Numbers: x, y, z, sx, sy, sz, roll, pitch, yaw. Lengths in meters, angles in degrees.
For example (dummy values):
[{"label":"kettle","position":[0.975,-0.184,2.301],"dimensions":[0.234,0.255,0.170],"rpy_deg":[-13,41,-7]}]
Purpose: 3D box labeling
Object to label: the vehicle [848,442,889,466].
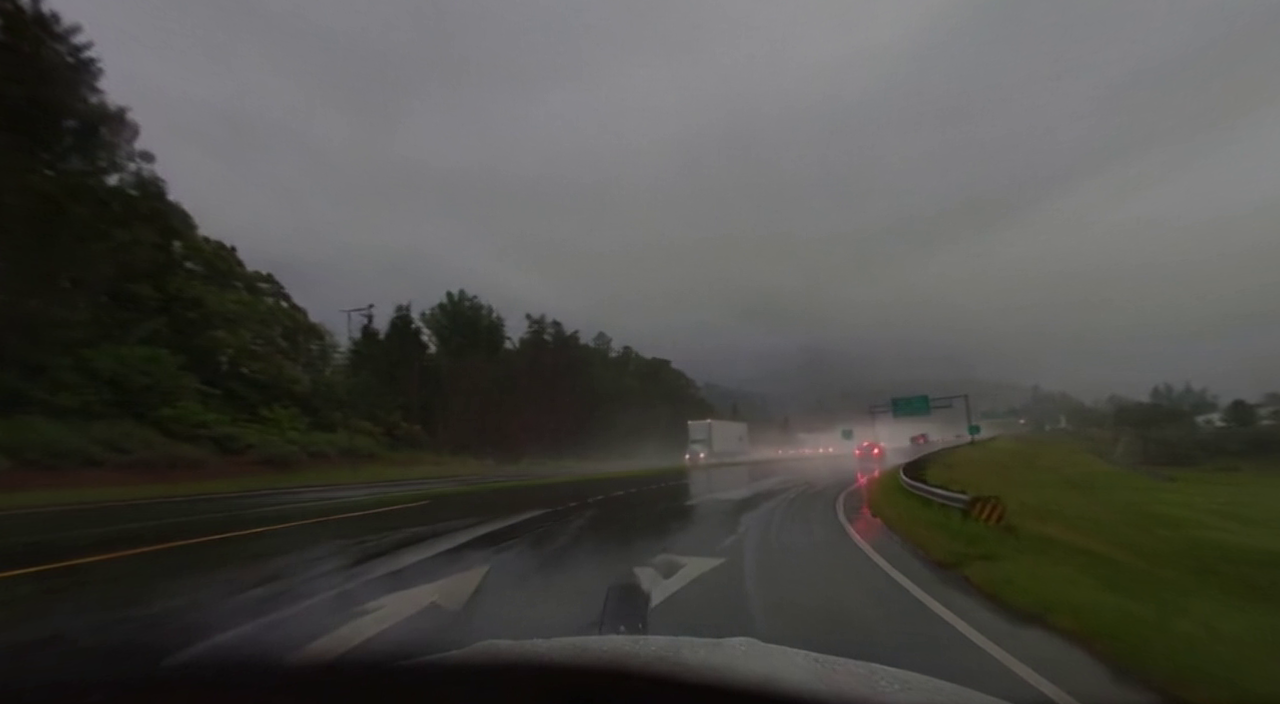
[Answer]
[{"label":"vehicle","position":[14.931,6.627,41.029],"dimensions":[1.807,1.427,3.645],"rpy_deg":[-5,-10,30]}]
